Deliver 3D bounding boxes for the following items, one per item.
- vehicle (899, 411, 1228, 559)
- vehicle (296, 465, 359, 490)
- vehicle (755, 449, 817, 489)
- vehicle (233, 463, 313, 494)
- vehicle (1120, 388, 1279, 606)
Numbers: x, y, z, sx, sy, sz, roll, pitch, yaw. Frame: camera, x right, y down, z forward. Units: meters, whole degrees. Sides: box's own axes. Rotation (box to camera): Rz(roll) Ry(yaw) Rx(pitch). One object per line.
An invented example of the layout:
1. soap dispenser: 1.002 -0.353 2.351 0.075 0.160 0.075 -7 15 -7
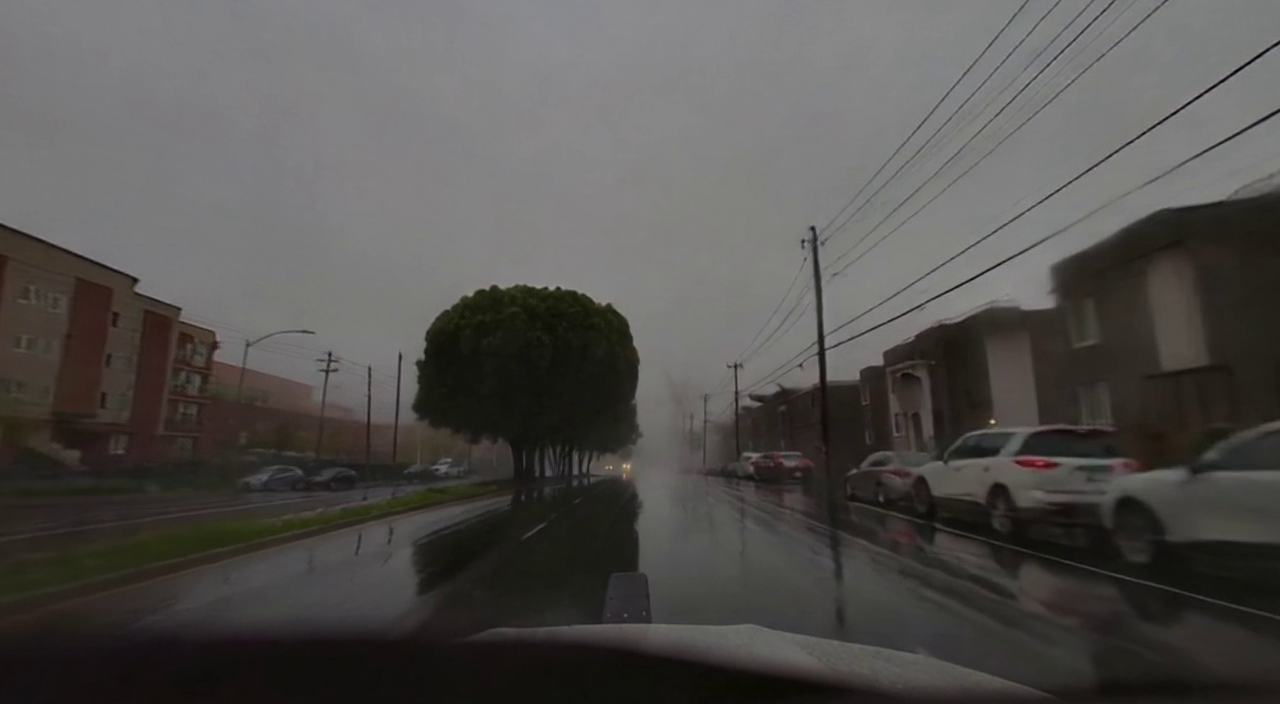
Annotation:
1. vehicle: 6.701 2.148 11.012 2.163 1.949 5.158 0 -8 0
2. vehicle: -22.048 8.868 44.678 1.921 1.508 4.738 0 -8 1
3. vehicle: 7.198 5.768 31.539 1.998 1.819 4.621 0 -8 1
4. vehicle: -22.215 7.669 38.373 1.966 1.595 4.719 0 -8 1
5. vehicle: 6.728 1.179 4.868 2.148 1.904 4.910 0 -8 0
